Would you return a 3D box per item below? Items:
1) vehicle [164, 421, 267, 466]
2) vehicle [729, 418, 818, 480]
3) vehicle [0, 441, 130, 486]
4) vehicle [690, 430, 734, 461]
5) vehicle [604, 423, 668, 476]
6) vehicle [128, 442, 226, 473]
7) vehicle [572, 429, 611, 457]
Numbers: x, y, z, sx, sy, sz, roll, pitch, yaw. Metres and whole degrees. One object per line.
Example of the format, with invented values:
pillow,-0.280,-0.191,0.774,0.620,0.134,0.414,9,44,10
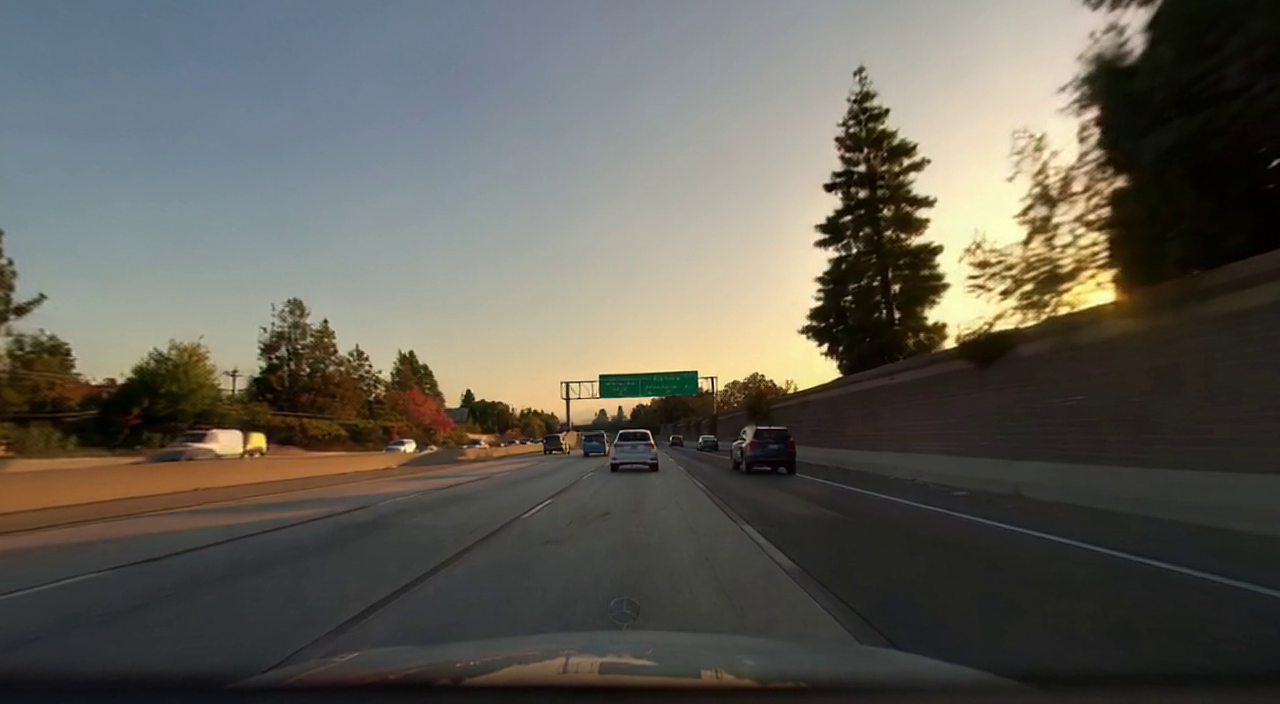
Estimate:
vehicle,-32.257,7.025,48.364,2.747,3.186,7.228,0,-8,1
vehicle,4.321,3.246,21.171,2.017,1.847,4.299,0,-8,-1
vehicle,-21.754,4.106,23.508,1.861,1.507,4.264,0,-8,1
vehicle,3.995,5.280,35.583,2.001,1.651,3.916,0,-8,0
vehicle,-0.122,3.706,24.086,2.233,1.804,4.273,0,-8,0
vehicle,-25.247,5.739,34.615,1.894,1.567,4.472,0,-8,0
vehicle,-3.441,6.658,46.198,2.274,1.896,5.571,0,-8,2
